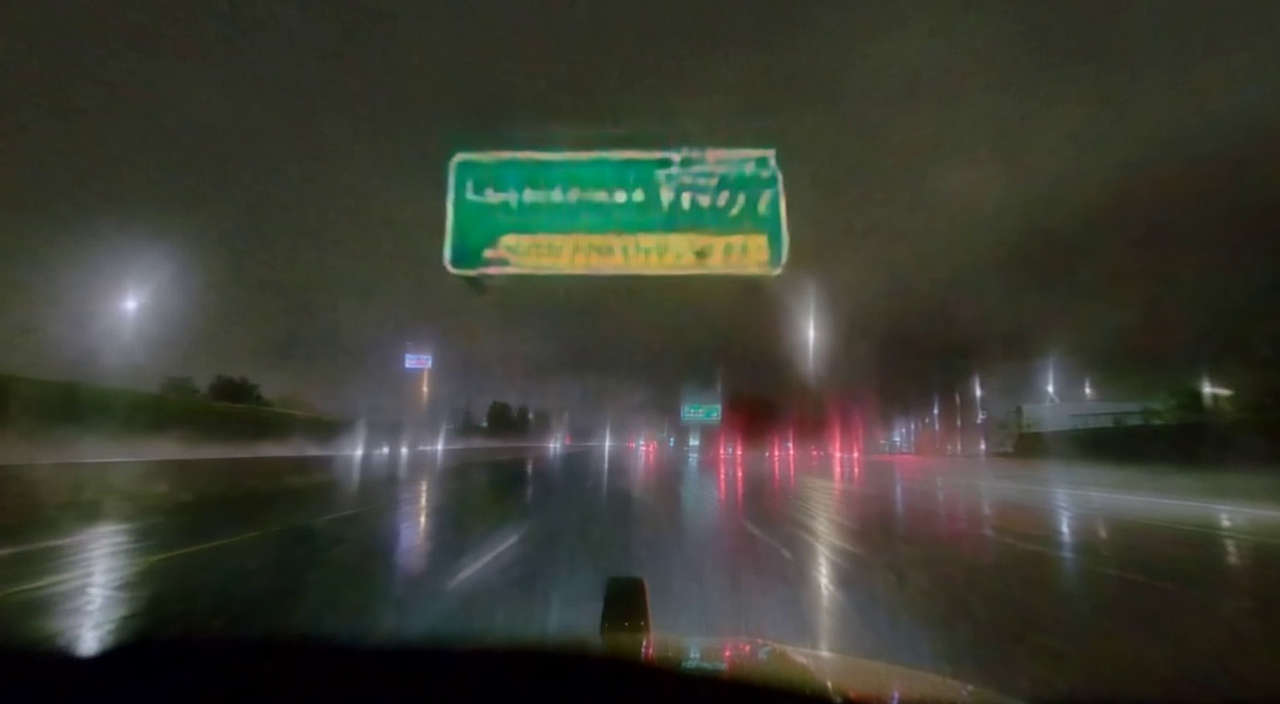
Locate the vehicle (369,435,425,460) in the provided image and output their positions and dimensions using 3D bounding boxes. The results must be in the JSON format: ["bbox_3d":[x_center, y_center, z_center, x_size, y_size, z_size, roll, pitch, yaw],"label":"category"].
[{"bbox_3d":[-18.396,7.265,48.019,2.174,1.723,5.143,0,-8,0],"label":"vehicle"}]
